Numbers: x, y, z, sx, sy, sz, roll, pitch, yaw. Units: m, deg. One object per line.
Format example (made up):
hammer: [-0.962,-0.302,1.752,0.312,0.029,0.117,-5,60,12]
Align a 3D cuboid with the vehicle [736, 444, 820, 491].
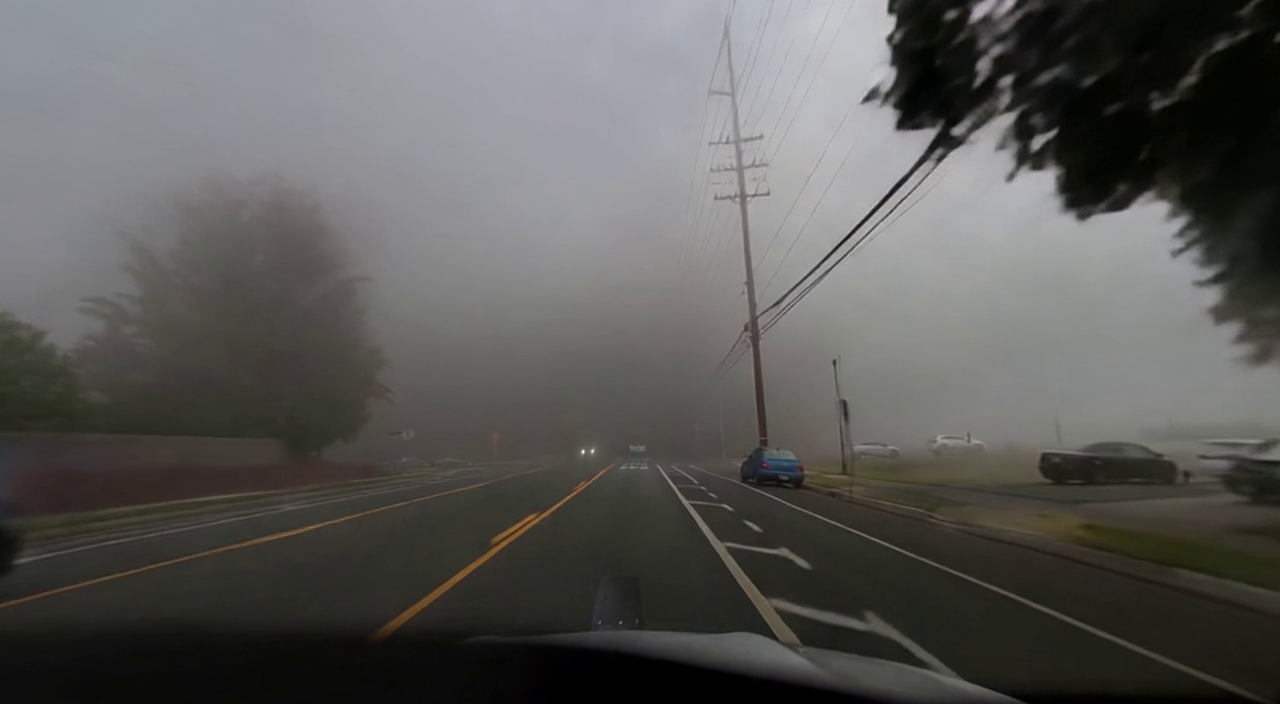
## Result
vehicle: [4.785,4.059,22.635,1.987,1.479,4.562,0,-9,0]

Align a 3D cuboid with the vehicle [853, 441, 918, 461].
vehicle: [19.091,7.741,49.242,4.292,1.489,1.895,0,-9,0]

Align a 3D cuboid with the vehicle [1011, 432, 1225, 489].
vehicle: [12.859,2.944,17.224,4.301,1.434,1.803,0,-9,1]
